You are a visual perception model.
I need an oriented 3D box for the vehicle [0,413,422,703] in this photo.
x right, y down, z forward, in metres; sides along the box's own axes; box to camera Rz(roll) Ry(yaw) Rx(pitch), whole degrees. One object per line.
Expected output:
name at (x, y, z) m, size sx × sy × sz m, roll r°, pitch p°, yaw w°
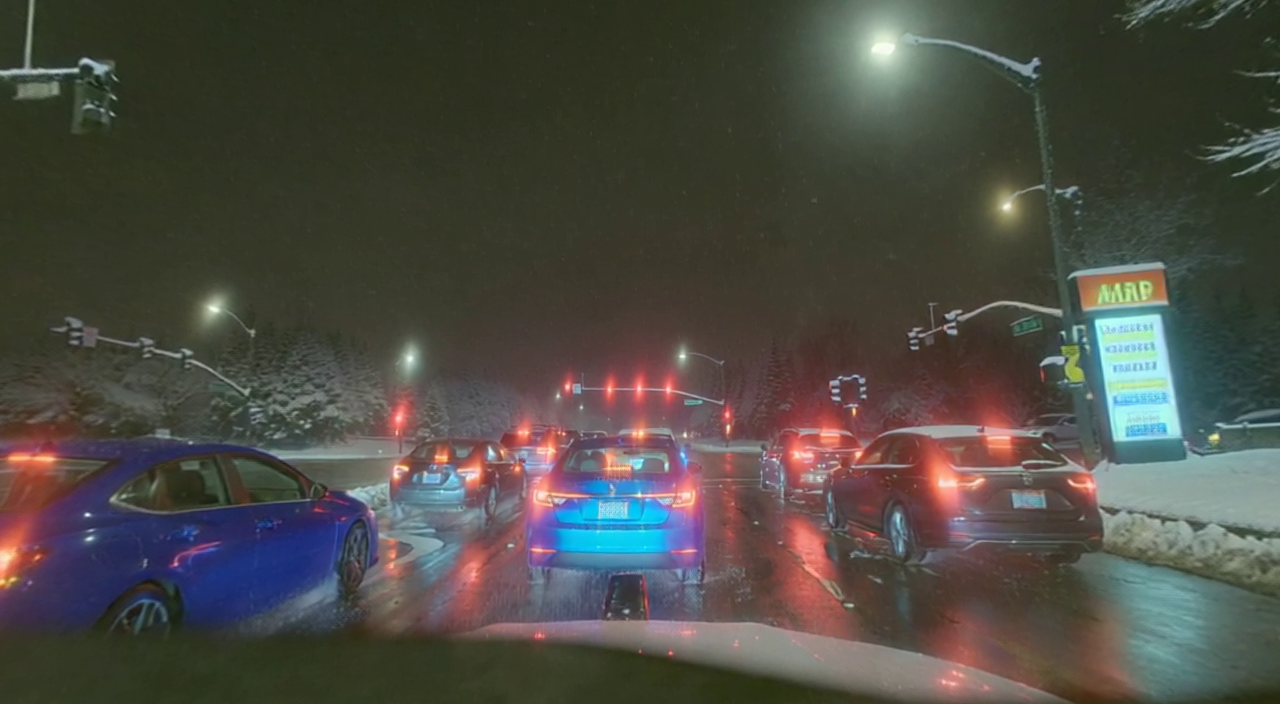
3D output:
vehicle at (-3.414, 1.298, 4.718) m, size 1.980 × 1.454 × 4.226 m, roll 0°, pitch -8°, yaw 1°

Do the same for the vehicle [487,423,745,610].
vehicle at (-0.181, 1.620, 7.121) m, size 2.059 × 1.477 × 3.988 m, roll 0°, pitch -8°, yaw 0°

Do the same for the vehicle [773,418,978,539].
vehicle at (3.764, 2.101, 11.025) m, size 2.007 × 1.683 × 4.171 m, roll 0°, pitch -8°, yaw 1°

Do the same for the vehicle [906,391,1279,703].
vehicle at (3.400, 1.068, 3.490) m, size 1.981 × 1.499 × 4.536 m, roll -1°, pitch -8°, yaw 2°
